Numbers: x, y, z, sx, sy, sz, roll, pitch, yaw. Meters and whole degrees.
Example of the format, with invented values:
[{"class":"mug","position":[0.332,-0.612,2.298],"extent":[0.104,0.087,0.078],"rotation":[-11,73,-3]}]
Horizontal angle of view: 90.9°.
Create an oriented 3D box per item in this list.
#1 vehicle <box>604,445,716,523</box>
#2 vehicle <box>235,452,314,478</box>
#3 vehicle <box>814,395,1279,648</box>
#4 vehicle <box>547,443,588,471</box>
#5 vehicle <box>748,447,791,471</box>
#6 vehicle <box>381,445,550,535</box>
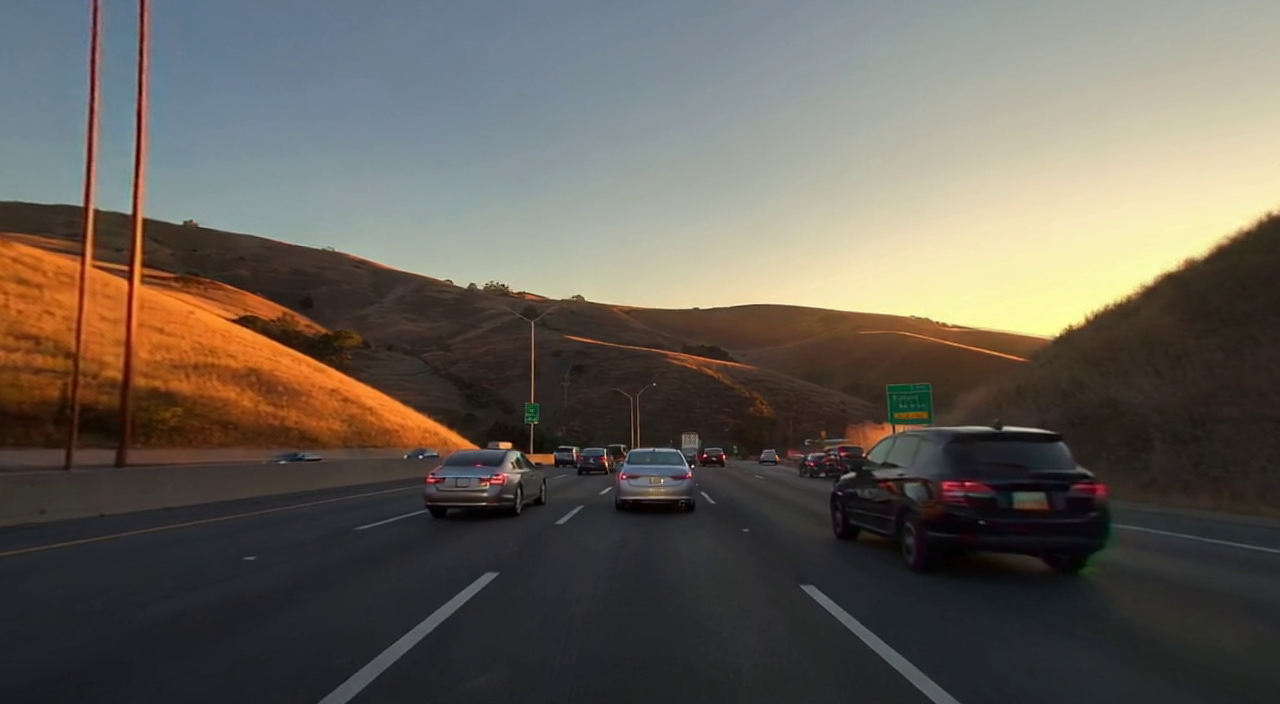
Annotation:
[{"class":"vehicle","position":[0.402,2.745,13.669],"extent":[2.072,1.431,3.904],"rotation":[0,-9,1]},{"class":"vehicle","position":[-23.297,7.189,40.424],"extent":[2.072,1.472,4.716],"rotation":[-1,-9,2]},{"class":"vehicle","position":[3.523,1.502,6.699],"extent":[2.083,1.693,4.740],"rotation":[0,-9,1]},{"class":"vehicle","position":[-5.276,7.722,46.493],"extent":[2.163,1.899,4.805],"rotation":[-1,-9,4]},{"class":"vehicle","position":[8.501,7.045,41.779],"extent":[2.097,1.515,4.593],"rotation":[-1,-9,2]},{"class":"vehicle","position":[-3.168,2.592,12.556],"extent":[2.017,1.446,4.384],"rotation":[0,-9,1]}]
